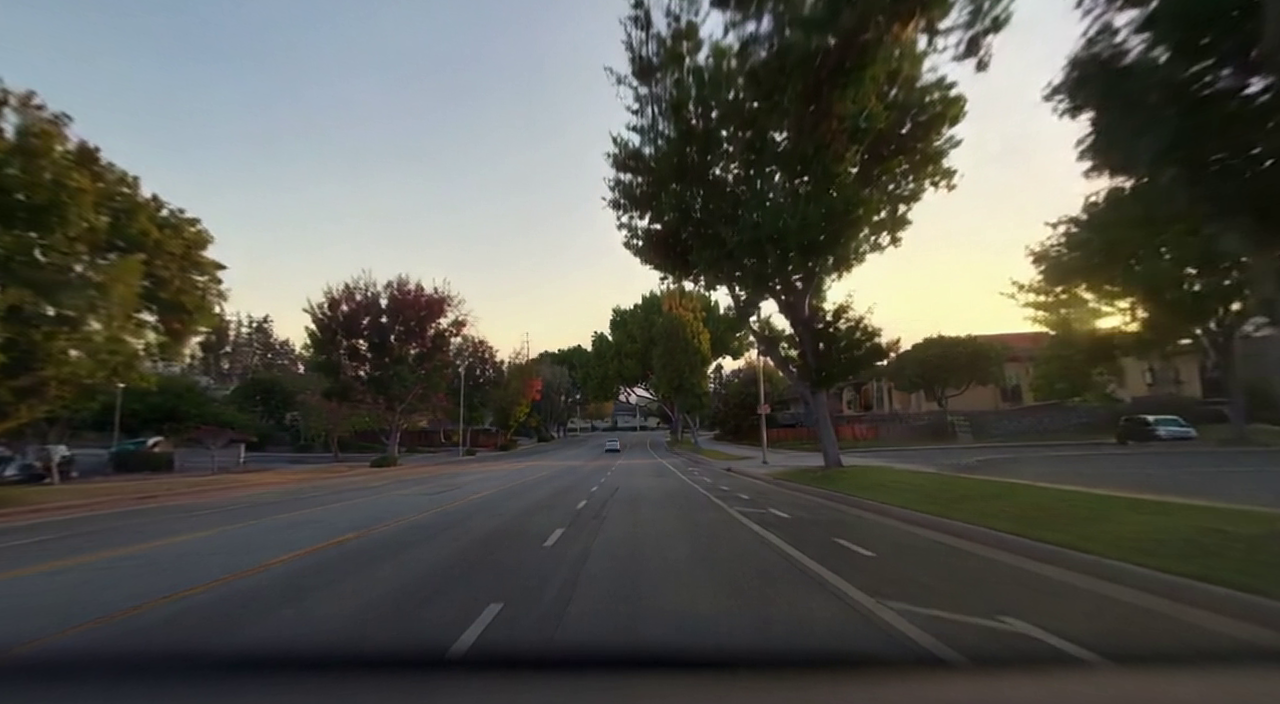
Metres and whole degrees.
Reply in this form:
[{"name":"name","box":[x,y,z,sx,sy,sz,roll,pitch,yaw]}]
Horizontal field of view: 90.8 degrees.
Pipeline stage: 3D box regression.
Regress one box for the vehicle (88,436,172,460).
[{"name":"vehicle","box":[-34.924,6.578,43.429,1.831,1.567,4.342,-2,-8,6]}]

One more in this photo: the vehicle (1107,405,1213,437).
[{"name":"vehicle","box":[28.273,3.830,34.605,1.797,1.563,4.669,0,-9,0]}]
